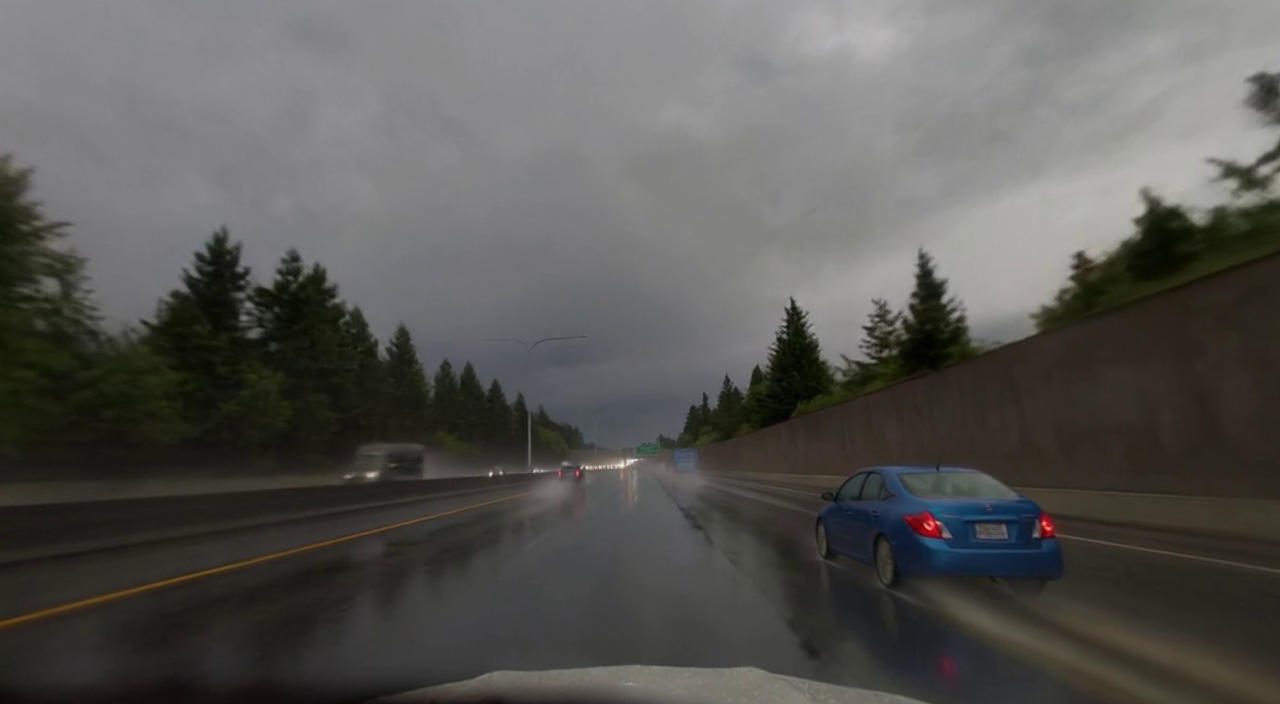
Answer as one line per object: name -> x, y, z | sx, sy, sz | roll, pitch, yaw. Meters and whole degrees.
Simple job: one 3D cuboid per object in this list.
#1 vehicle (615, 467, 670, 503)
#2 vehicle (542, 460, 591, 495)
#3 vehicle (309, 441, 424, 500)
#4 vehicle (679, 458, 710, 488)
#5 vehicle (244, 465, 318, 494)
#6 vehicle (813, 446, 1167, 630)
vehicle -> 0.115, 5.718, 27.370 | 2.241, 1.425, 3.973 | 1, -10, 0
vehicle -> -3.873, 6.737, 33.916 | 2.021, 1.706, 4.247 | 0, -10, 1
vehicle -> -11.789, 5.202, 27.784 | 2.405, 2.304, 5.694 | 1, -10, 0
vehicle -> 4.203, 9.429, 49.300 | 2.030, 2.172, 3.621 | 1, -10, -2
vehicle -> -23.614, 8.412, 41.681 | 2.026, 1.765, 4.751 | 1, -10, 1
vehicle -> 3.591, 1.980, 7.466 | 1.938, 1.561, 3.786 | 1, -10, -1
